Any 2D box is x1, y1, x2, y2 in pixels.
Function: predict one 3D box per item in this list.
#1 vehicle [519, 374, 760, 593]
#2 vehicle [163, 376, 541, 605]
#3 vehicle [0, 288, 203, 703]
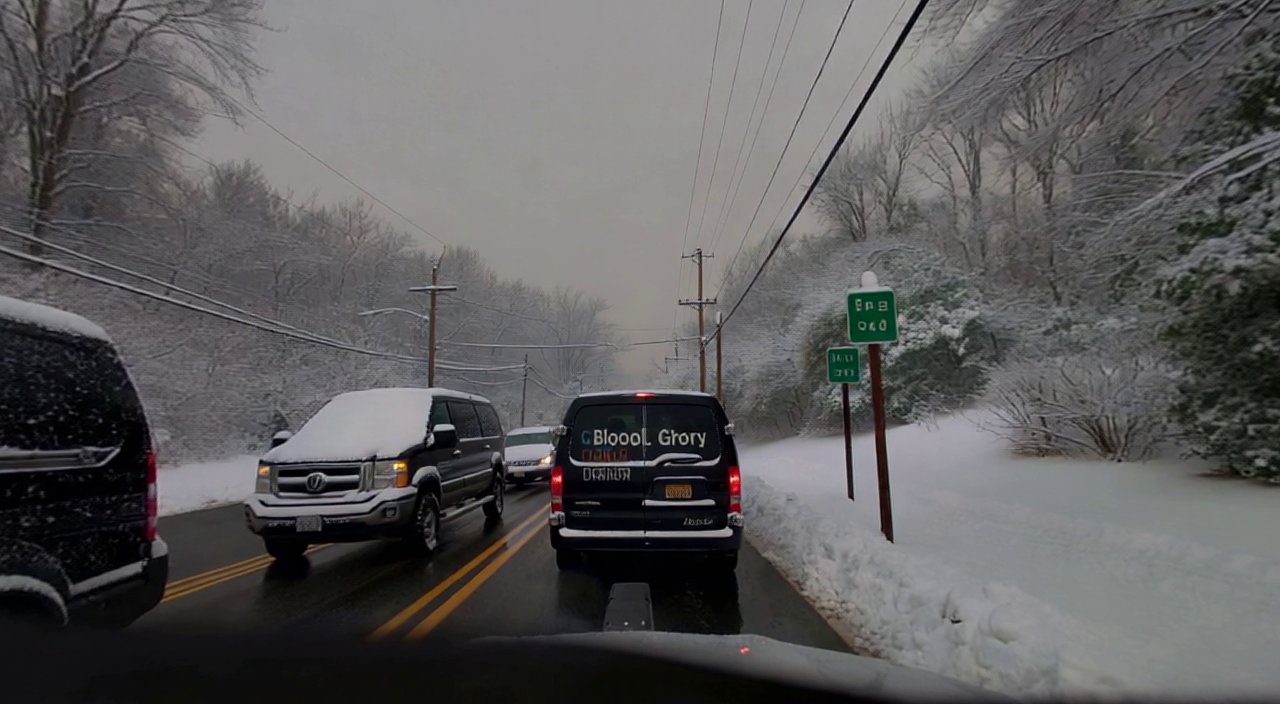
[{"bbox_3d":[0.108,1.458,7.702,2.117,1.911,4.095,-1,-8,4],"label":"vehicle"},{"bbox_3d":[-2.755,1.480,7.615,2.109,1.851,4.749,-1,-8,3],"label":"vehicle"},{"bbox_3d":[-3.095,0.462,0.245,2.160,1.796,4.997,0,-8,1],"label":"vehicle"}]
